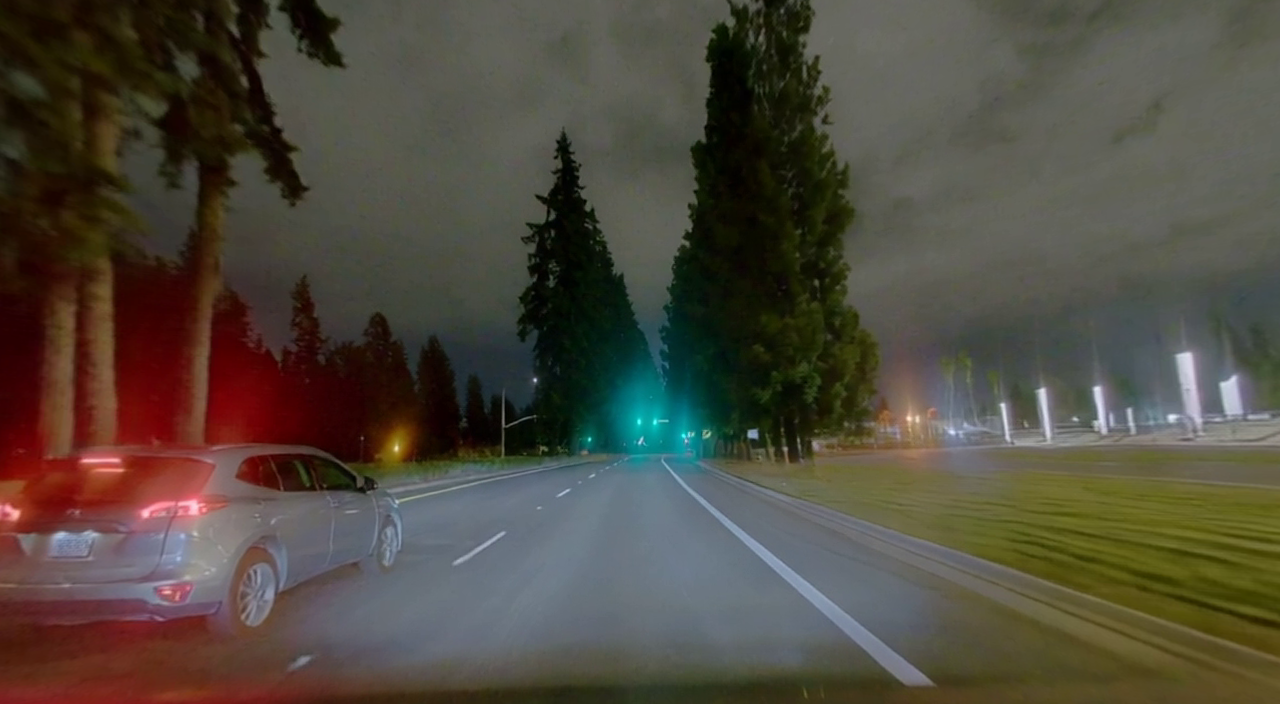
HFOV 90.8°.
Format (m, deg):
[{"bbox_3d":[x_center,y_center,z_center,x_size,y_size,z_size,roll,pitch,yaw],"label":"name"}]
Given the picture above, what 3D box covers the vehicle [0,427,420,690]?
[{"bbox_3d":[-3.692,1.445,5.630,1.946,1.437,4.154,0,-8,0],"label":"vehicle"}]
